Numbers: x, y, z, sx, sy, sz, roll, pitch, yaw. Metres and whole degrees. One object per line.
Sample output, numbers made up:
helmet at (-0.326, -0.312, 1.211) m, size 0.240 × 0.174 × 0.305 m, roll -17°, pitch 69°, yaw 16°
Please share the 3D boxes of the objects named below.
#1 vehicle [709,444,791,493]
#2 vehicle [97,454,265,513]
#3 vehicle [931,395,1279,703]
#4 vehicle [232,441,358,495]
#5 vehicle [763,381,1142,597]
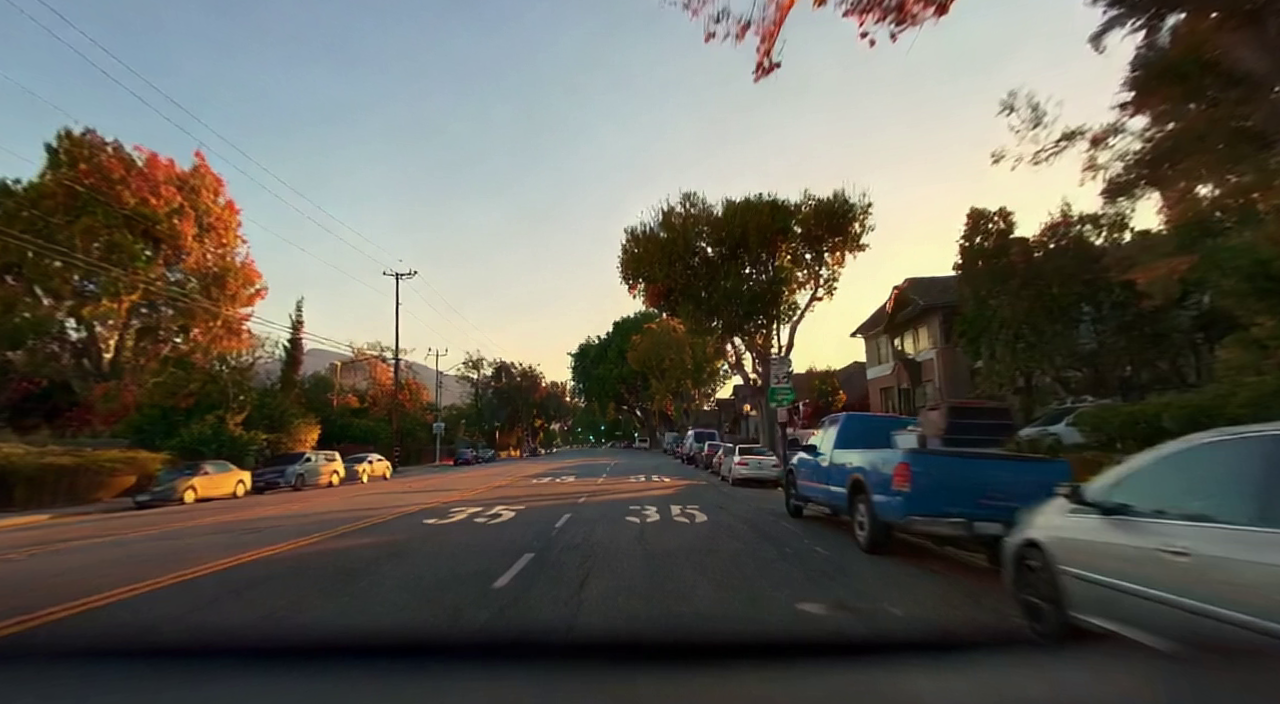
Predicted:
vehicle at (3.482, 3.758, 20.676) m, size 1.827 × 1.422 × 4.340 m, roll 0°, pitch -8°, yaw -1°
vehicle at (-13.287, 3.791, 18.583) m, size 1.774 × 1.435 × 4.309 m, roll 0°, pitch -8°, yaw -1°
vehicle at (3.296, 0.952, 2.381) m, size 1.916 × 1.541 × 5.456 m, roll 0°, pitch -8°, yaw 2°
vehicle at (-13.083, 4.384, 24.258) m, size 2.128 × 1.854 × 4.943 m, roll 0°, pitch -8°, yaw -2°
vehicle at (3.421, 1.668, 8.626) m, size 2.278 × 1.976 × 5.589 m, roll 0°, pitch -8°, yaw -1°
